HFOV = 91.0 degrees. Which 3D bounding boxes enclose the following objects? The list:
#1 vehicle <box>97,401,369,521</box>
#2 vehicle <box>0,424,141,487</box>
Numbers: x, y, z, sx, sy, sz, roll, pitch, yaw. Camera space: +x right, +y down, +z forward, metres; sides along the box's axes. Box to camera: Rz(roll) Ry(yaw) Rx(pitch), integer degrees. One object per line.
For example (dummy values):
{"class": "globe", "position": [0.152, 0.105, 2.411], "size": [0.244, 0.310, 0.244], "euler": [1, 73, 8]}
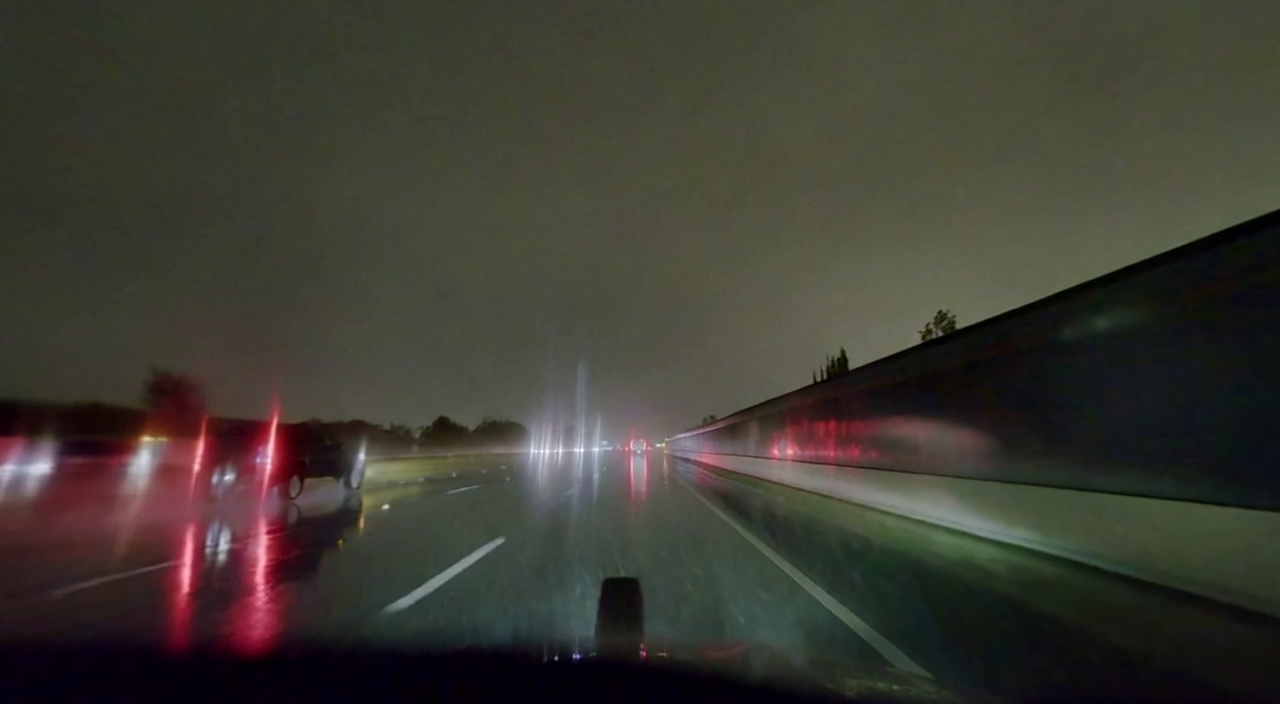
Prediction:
{"class": "vehicle", "position": [-7.763, 2.158, 12.864], "size": [2.163, 1.947, 4.959], "euler": [0, -8, 0]}
{"class": "vehicle", "position": [-36.393, 6.340, 38.888], "size": [3.035, 3.387, 9.747], "euler": [0, -9, 0]}
